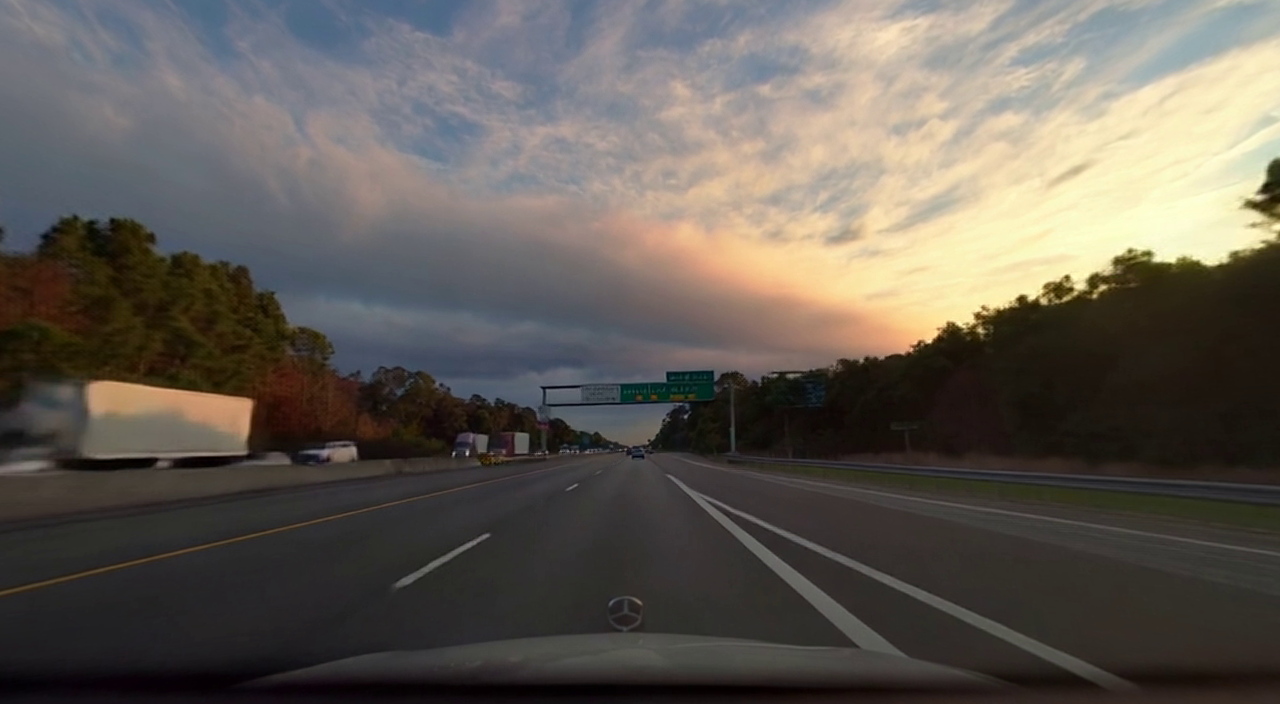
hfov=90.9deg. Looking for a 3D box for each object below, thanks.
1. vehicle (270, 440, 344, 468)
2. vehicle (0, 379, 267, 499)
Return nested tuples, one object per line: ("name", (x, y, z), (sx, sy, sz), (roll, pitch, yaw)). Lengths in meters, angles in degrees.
("vehicle", (-19.580, 6.028, 37.247), (2.089, 1.538, 4.364), (0, -9, -2))
("vehicle", (-19.333, 3.481, 24.781), (3.133, 3.697, 10.453), (0, -9, -2))
